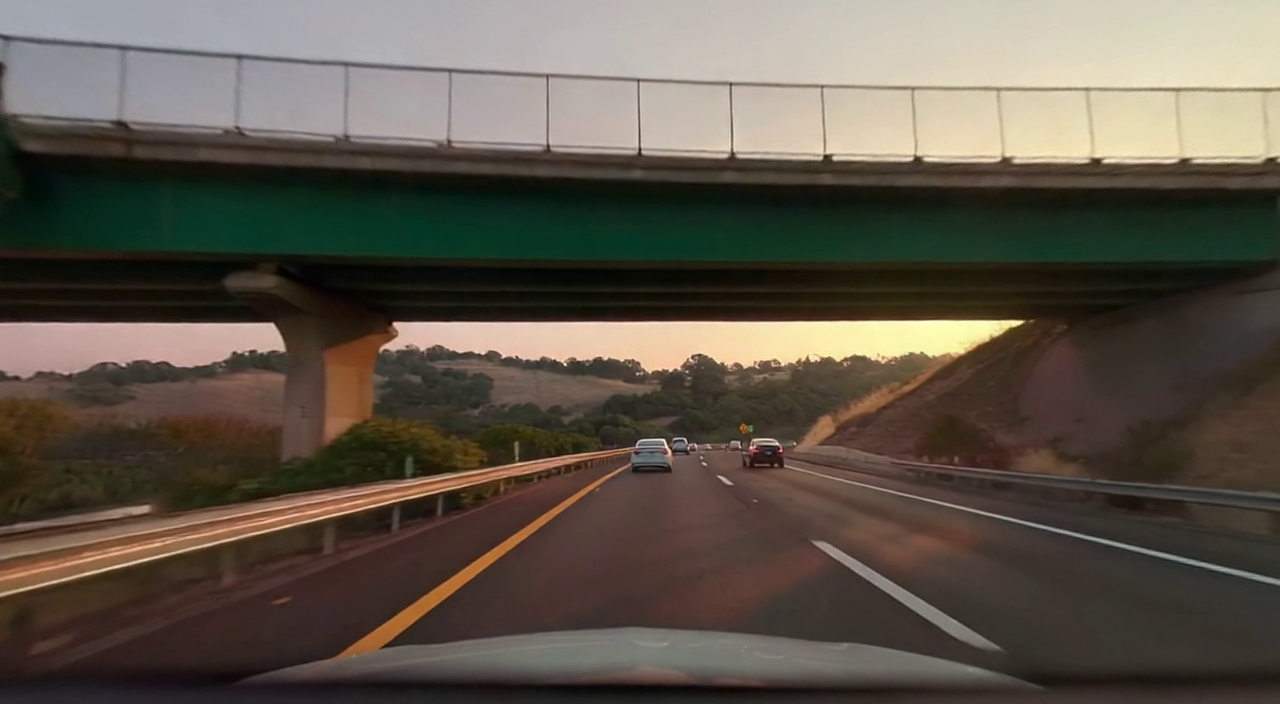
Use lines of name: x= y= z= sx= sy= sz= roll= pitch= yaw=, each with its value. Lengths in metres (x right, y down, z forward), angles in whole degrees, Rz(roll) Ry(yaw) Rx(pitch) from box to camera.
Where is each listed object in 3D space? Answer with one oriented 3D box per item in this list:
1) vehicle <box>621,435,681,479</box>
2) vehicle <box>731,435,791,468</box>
vehicle: x=0.466 y=3.803 z=23.097 sx=1.993 sy=1.461 sz=3.812 roll=-1 pitch=-8 yaw=3
vehicle: x=5.776 y=4.806 z=30.585 sx=2.163 sy=1.489 sz=4.470 roll=0 pitch=-8 yaw=2
